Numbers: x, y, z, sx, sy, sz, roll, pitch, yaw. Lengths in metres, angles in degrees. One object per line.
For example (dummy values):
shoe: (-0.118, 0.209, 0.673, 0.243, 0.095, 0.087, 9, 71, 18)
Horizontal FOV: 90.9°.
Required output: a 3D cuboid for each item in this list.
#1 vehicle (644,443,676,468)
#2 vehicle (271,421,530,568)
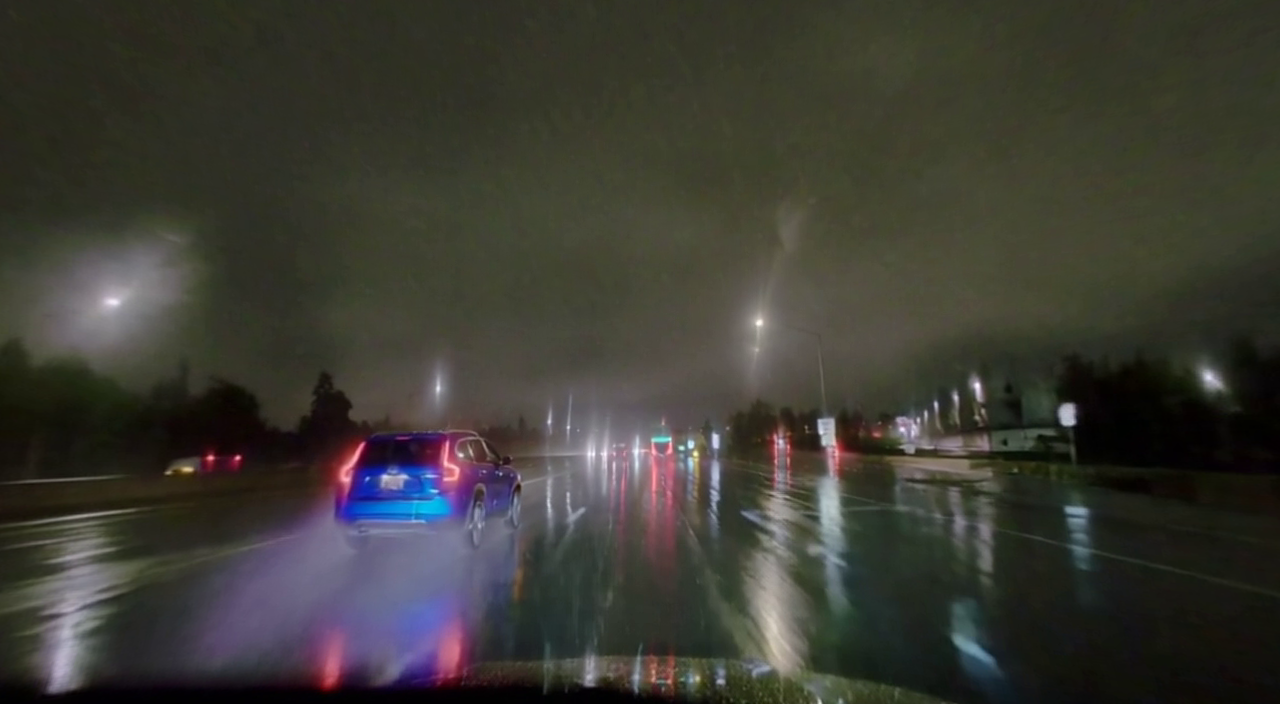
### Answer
vehicle: (1.309, 7.039, 43.135, 2.073, 1.621, 3.993, -1, -8, 1)
vehicle: (-3.216, 2.009, 9.716, 2.143, 1.693, 4.513, -1, -9, 1)
